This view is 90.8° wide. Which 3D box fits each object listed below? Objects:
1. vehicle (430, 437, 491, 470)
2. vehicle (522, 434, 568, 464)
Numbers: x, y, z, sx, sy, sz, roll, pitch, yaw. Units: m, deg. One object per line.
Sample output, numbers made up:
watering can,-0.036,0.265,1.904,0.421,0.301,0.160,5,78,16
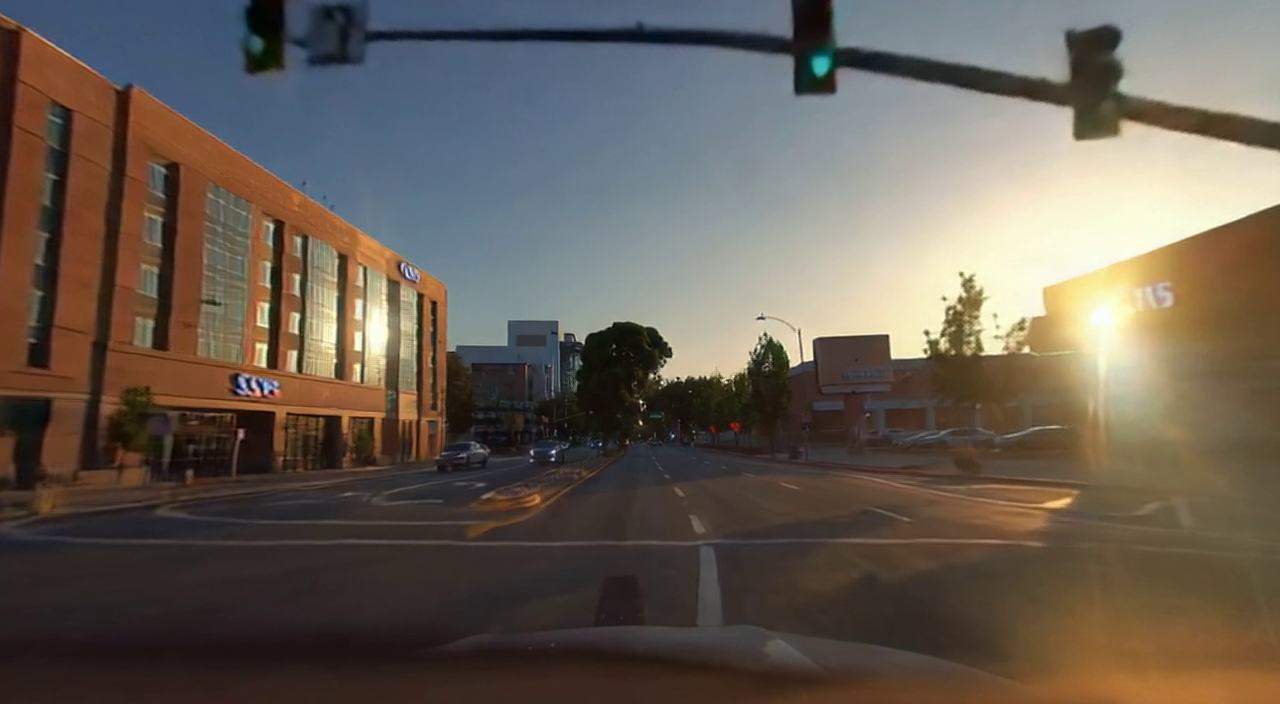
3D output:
vehicle,-9.748,5.524,34.655,1.954,1.694,4.310,-1,-8,2
vehicle,-5.828,6.040,39.385,2.129,1.748,4.555,-1,-8,1
